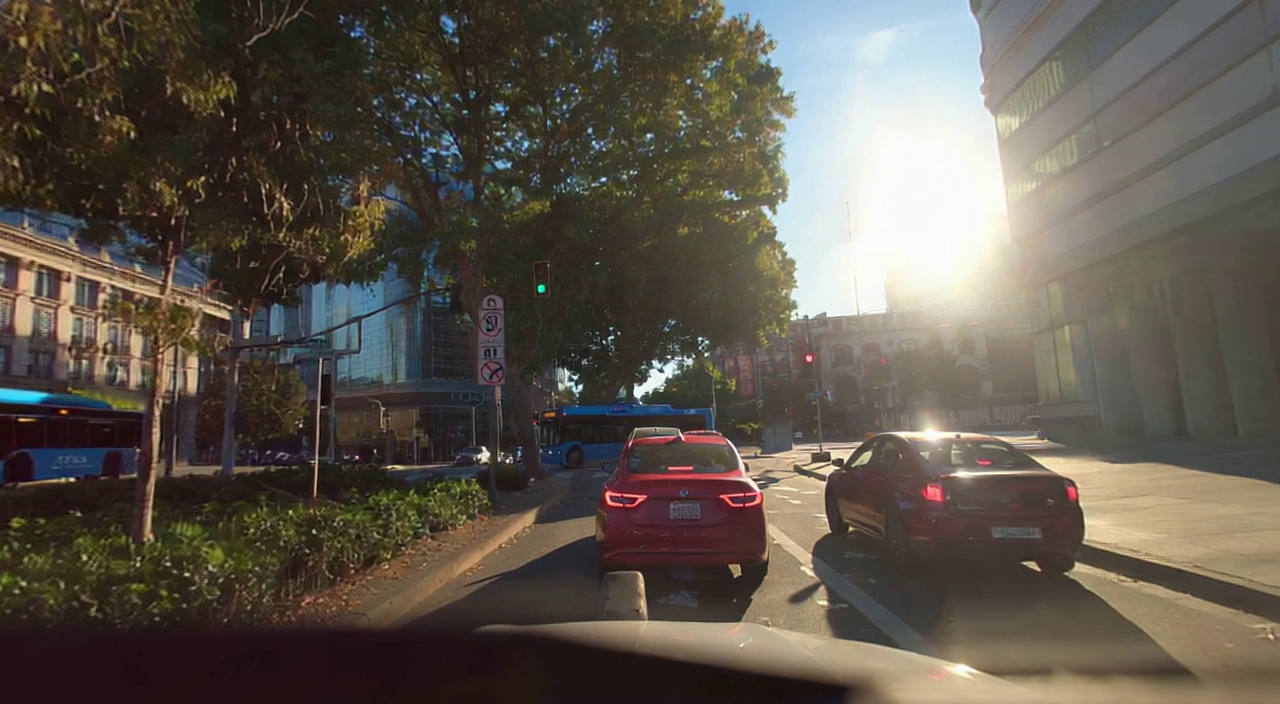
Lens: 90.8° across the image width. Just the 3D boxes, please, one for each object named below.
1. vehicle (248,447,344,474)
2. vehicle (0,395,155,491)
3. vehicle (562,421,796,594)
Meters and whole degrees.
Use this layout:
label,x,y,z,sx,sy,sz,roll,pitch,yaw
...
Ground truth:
label,x,y,z,sx,sy,sz,roll,pitch,yaw
vehicle,-20.330,6.388,37.609,1.883,1.461,4.830,-4,-9,23
vehicle,-25.945,3.652,25.346,2.692,3.685,10.153,-3,-9,20
vehicle,0.372,1.627,7.406,2.006,1.470,3.799,0,-8,1
